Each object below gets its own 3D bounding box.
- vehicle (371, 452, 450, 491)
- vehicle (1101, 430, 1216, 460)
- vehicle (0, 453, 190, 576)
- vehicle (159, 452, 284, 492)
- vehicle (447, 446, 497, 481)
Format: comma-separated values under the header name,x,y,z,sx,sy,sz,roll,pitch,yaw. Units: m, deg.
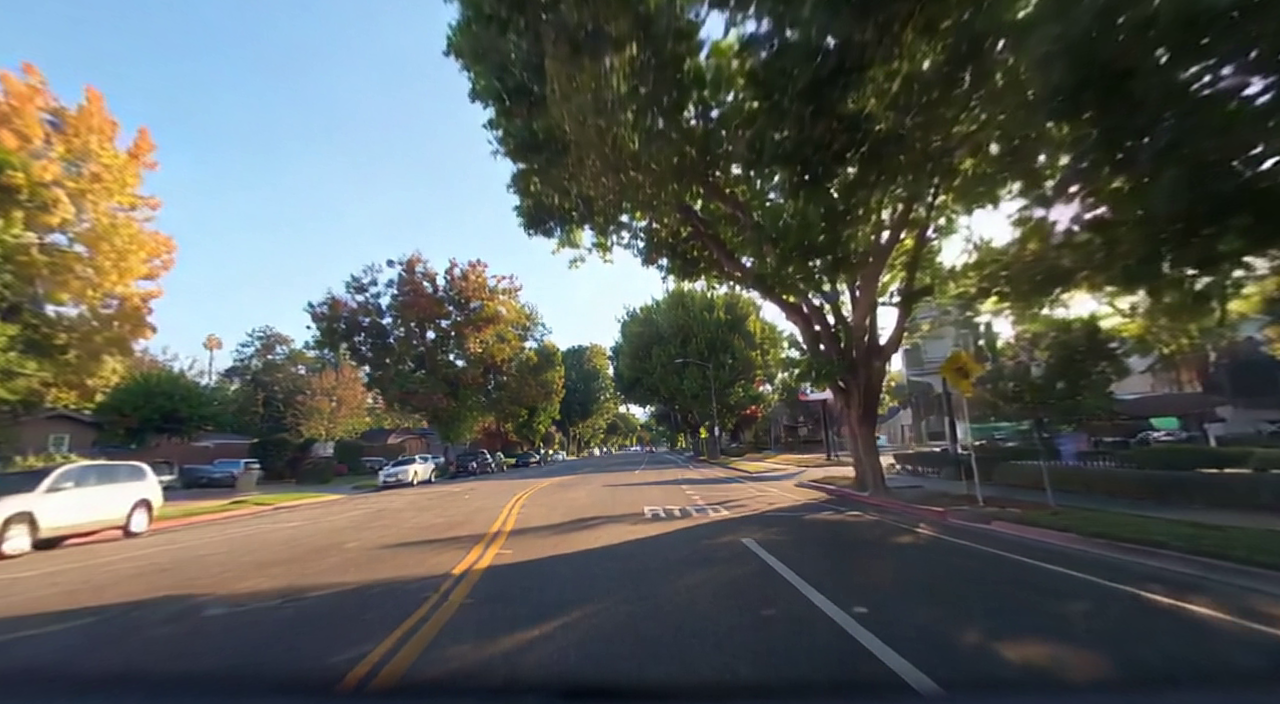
name,x,y,z,sx,sy,sz,roll,pitch,yaw
vehicle,-11.026,5.754,30.743,1.950,1.720,4.868,-1,-9,1
vehicle,30.935,5.609,37.889,1.960,1.670,4.863,4,-10,-25
vehicle,-11.023,2.816,11.383,2.135,1.802,4.910,-2,-8,1
vehicle,-21.235,6.068,32.337,2.079,1.877,4.862,-4,-10,21
vehicle,-10.888,7.225,41.241,2.015,1.884,4.488,-6,-9,-2
